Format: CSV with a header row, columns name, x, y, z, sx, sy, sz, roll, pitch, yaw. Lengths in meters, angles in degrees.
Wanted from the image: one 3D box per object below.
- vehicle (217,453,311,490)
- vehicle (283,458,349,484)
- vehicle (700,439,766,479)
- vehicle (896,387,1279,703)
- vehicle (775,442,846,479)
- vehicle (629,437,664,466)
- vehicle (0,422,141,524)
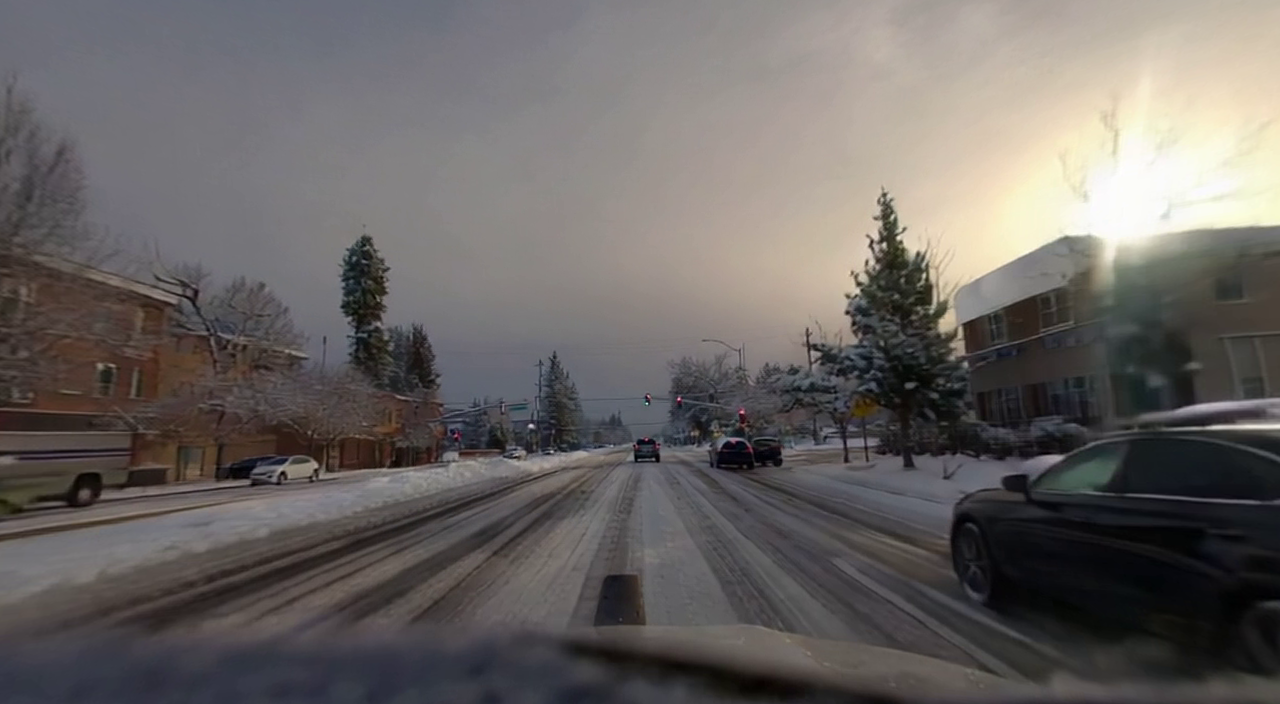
name,x,y,z,sx,sy,sz,roll,pitch,yaw
vehicle,-21.812,6.929,36.866,2.142,1.900,5.489,0,-9,0
vehicle,-21.838,8.015,42.630,1.930,1.542,4.817,0,-9,0
vehicle,3.866,4.518,26.952,2.178,1.546,4.311,0,-8,0
vehicle,3.337,1.051,3.424,1.977,1.498,4.521,0,-8,0
vehicle,7.390,4.728,27.755,1.928,1.480,4.464,0,-9,1
vehicle,0.446,6.800,43.097,2.239,1.856,4.815,0,-8,0
vehicle,-22.075,3.996,20.886,2.961,3.271,9.547,0,-9,1
